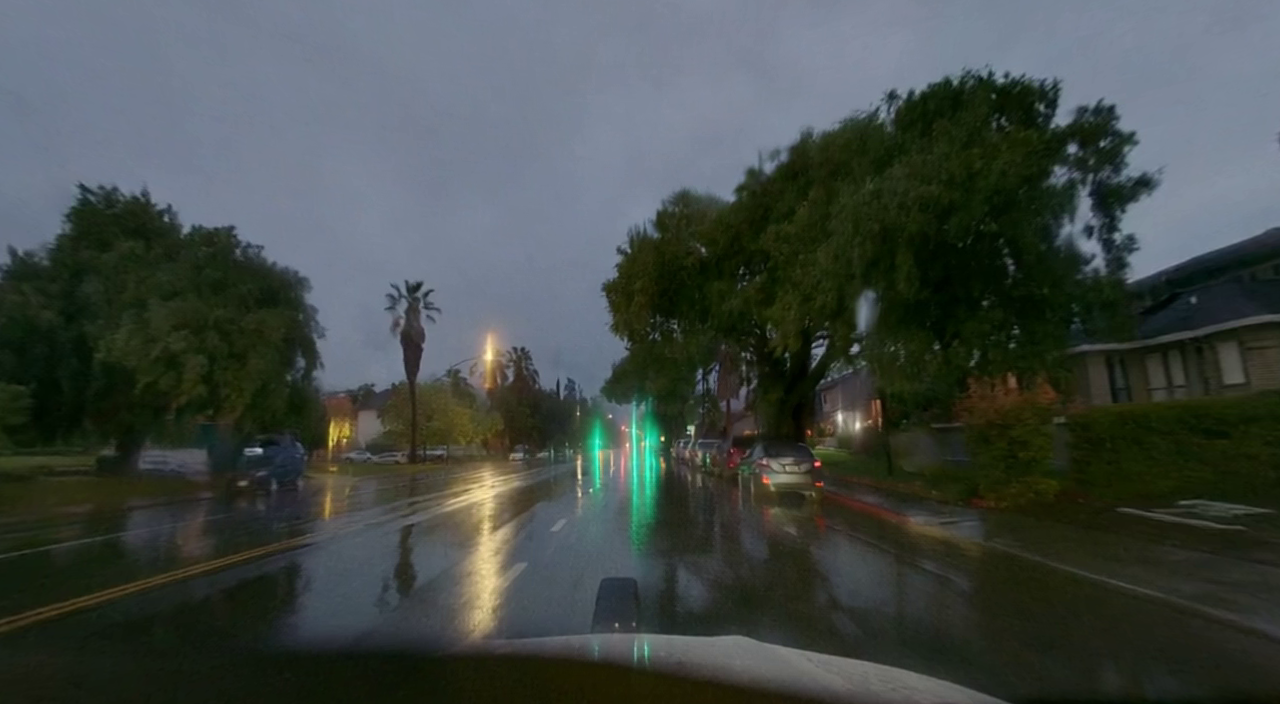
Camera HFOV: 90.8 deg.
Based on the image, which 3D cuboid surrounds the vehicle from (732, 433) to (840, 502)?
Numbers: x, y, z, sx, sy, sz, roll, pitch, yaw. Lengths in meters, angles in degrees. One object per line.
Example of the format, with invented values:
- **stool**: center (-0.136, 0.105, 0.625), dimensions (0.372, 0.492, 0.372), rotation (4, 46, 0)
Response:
- **vehicle**: center (3.644, 2.975, 16.642), dimensions (1.981, 1.546, 4.372), rotation (0, -9, 3)

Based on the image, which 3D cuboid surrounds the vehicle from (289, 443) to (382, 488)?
- **vehicle**: center (-13.760, 5.113, 28.916), dimensions (1.926, 1.790, 4.494), rotation (0, -7, 1)

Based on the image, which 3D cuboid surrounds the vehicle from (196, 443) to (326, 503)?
- **vehicle**: center (-13.706, 4.338, 23.244), dimensions (2.047, 1.783, 4.572), rotation (-1, -7, -1)
